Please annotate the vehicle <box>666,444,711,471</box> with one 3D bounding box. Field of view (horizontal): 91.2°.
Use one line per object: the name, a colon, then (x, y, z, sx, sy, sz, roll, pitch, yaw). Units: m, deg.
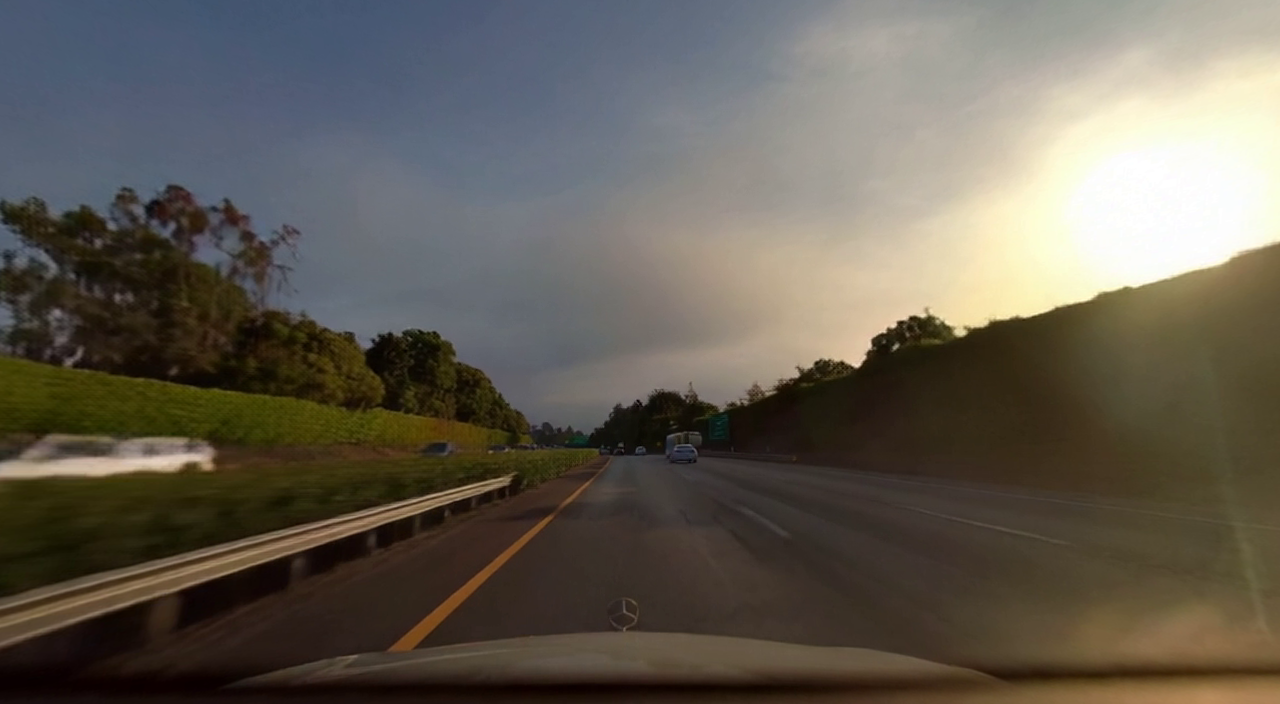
vehicle: (2.888, 6.390, 38.126, 2.244, 1.498, 4.338, 0, -9, -2)
